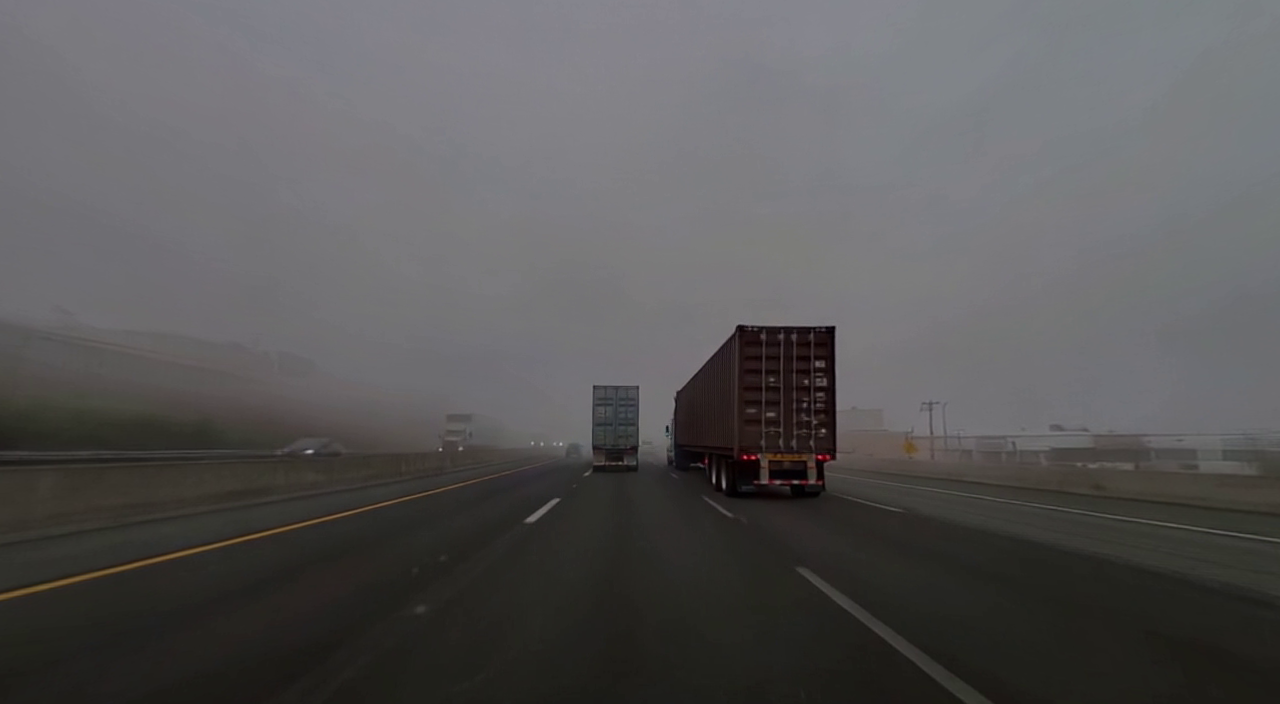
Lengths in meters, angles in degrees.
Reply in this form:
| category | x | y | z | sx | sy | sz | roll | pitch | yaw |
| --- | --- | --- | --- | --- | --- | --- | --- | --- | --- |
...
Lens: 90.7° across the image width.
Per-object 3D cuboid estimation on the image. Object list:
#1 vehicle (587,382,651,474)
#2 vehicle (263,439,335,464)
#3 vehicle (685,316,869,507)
| category | x | y | z | sx | sy | sz | roll | pitch | yaw |
| --- | --- | --- | --- | --- | --- | --- | --- | --- | --- |
| vehicle | -0.936 | 4.296 | 34.440 | 2.841 | 4.071 | 12.046 | 0 | -9 | 0 |
| vehicle | -21.163 | 6.198 | 39.519 | 2.014 | 1.475 | 4.687 | 0 | -9 | -2 |
| vehicle | 3.363 | 2.170 | 19.898 | 2.803 | 4.072 | 12.744 | 0 | -9 | 0 |
